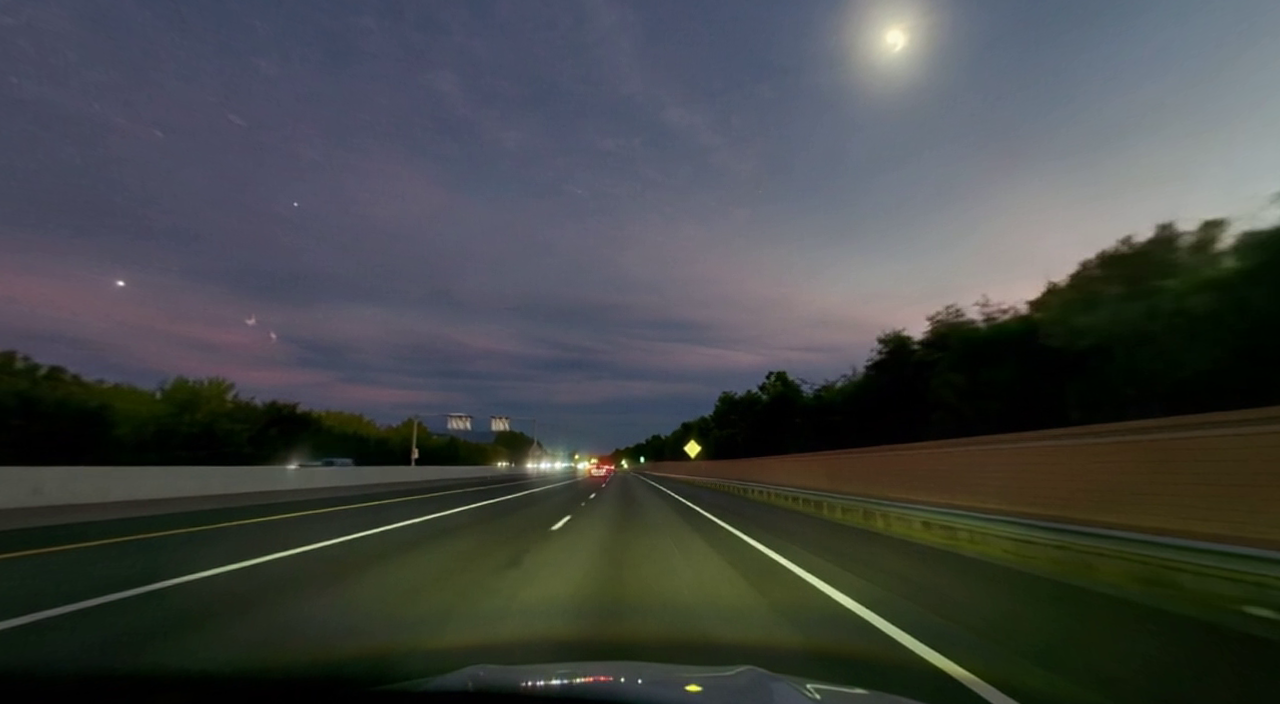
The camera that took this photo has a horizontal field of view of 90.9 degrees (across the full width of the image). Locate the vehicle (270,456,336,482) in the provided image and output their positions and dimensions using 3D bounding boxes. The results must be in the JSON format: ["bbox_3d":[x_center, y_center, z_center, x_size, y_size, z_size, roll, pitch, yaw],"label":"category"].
[{"bbox_3d":[-20.961,7.334,39.395,1.799,1.489,4.248,1,-10,-1],"label":"vehicle"}]
